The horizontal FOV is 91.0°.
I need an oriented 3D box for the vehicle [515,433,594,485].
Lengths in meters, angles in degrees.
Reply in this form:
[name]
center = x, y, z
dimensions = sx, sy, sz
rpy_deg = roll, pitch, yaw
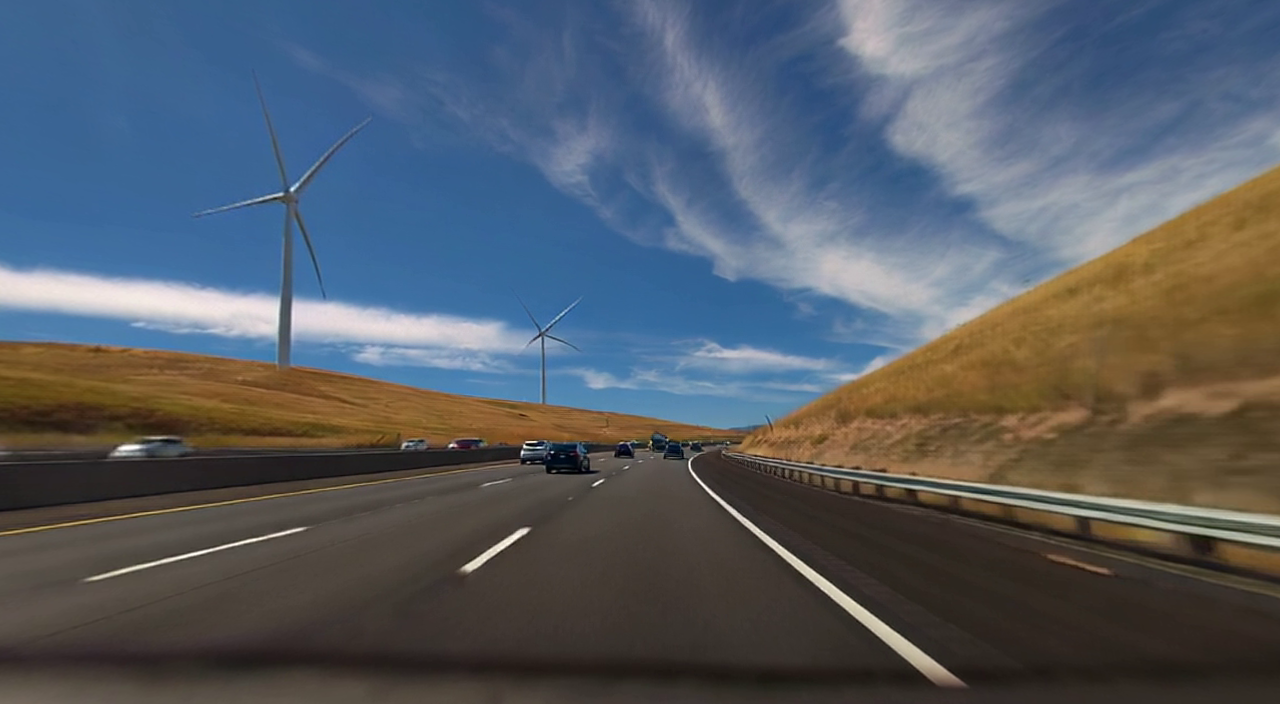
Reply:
[vehicle]
center = -2.994, 3.865, 23.068
dimensions = 2.118, 1.702, 4.355
rpy_deg = 0, -9, 3
